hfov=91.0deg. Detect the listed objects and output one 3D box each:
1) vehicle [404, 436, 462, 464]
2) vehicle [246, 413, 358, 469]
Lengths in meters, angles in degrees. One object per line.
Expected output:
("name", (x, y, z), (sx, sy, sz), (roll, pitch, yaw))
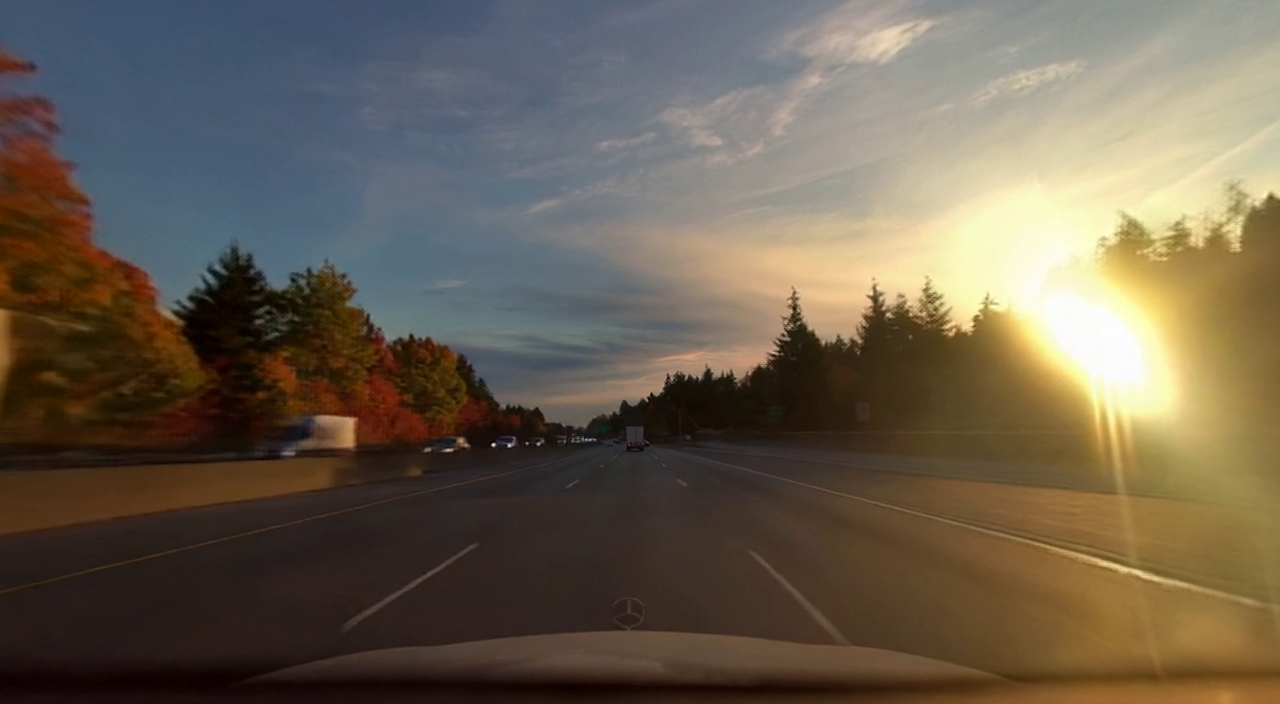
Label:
("vehicle", (-11.763, 5.597, 36.034), (1.870, 1.491, 4.088), (0, -8, 0))
("vehicle", (-15.350, 4.102, 28.998), (2.252, 2.301, 5.183), (0, -8, 0))
